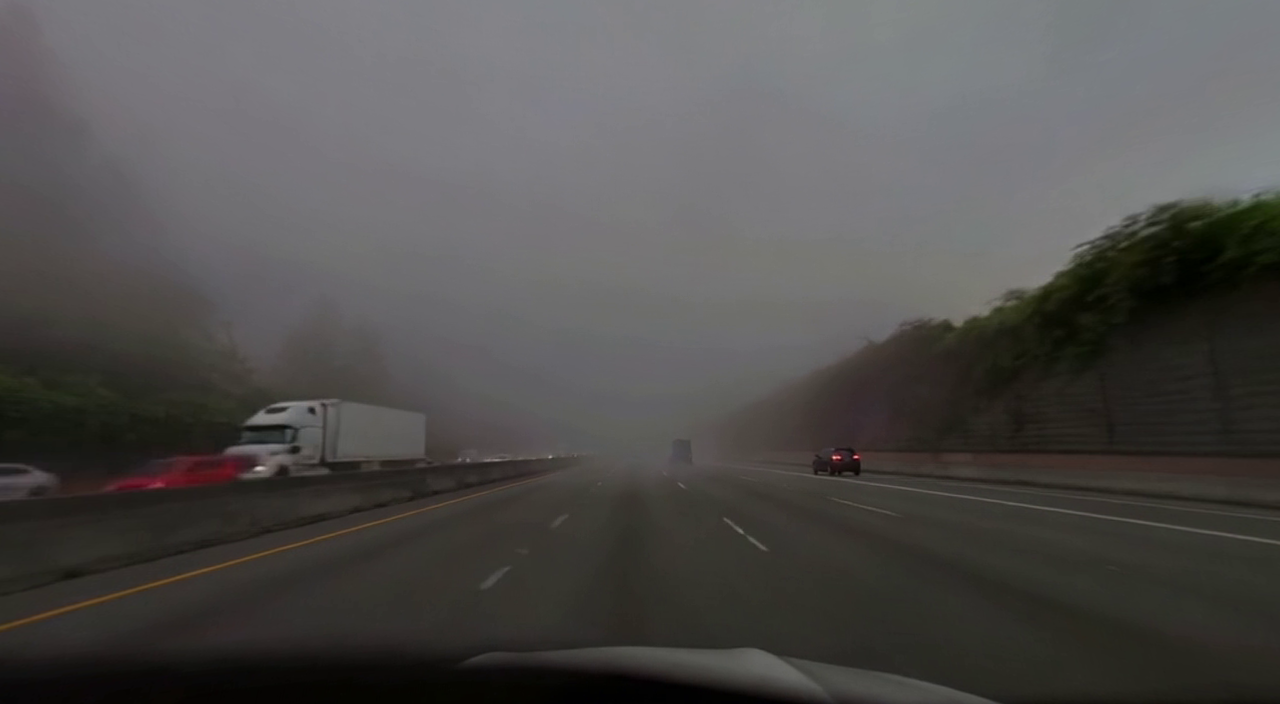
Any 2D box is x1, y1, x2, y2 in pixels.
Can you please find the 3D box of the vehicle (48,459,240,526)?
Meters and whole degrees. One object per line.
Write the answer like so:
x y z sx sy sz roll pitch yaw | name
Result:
-13.384 3.776 17.343 2.084 1.517 3.896 0 -9 0 | vehicle

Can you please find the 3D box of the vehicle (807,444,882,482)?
9.704 5.297 30.288 1.950 1.632 4.845 0 -9 0 | vehicle

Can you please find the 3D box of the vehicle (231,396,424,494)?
-16.670 5.329 35.796 3.679 4.369 14.373 0 -9 0 | vehicle
